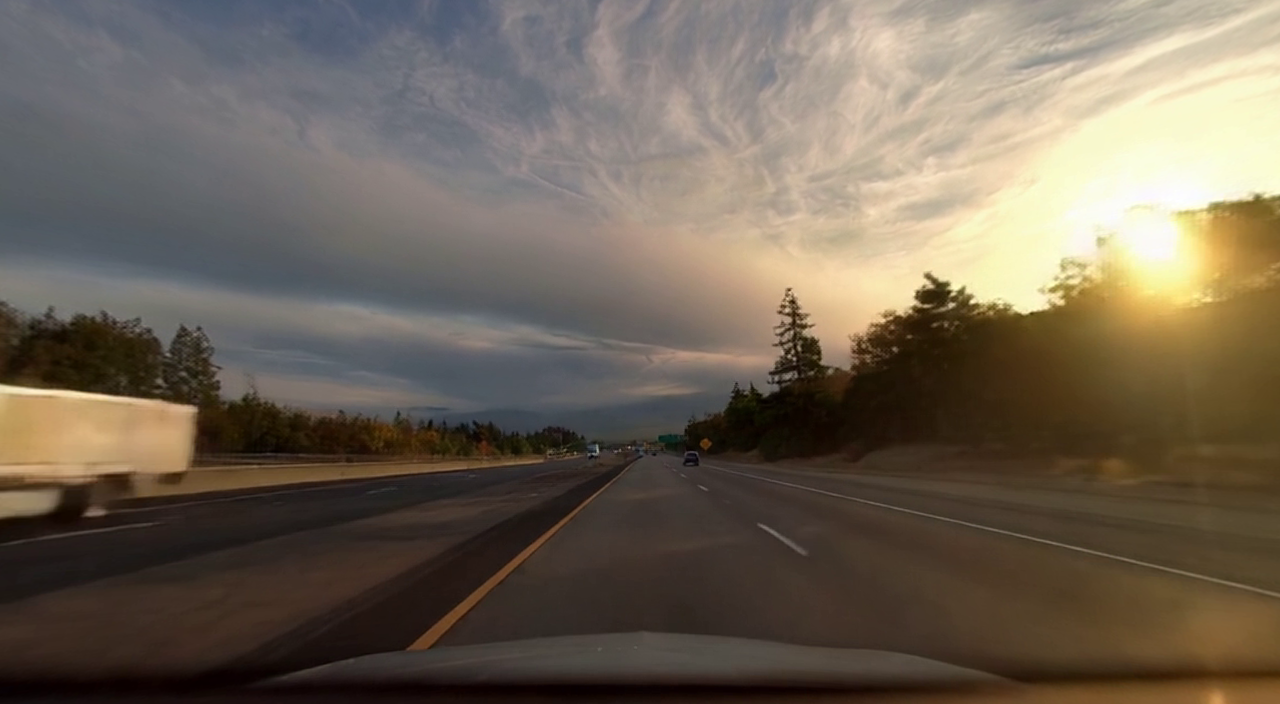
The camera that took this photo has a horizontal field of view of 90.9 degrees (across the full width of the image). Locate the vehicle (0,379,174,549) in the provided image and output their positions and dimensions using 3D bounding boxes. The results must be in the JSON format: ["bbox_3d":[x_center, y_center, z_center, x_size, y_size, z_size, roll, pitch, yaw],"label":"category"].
[{"bbox_3d":[-12.759,2.049,11.586,2.901,2.963,6.971,0,-9,1],"label":"vehicle"}]
